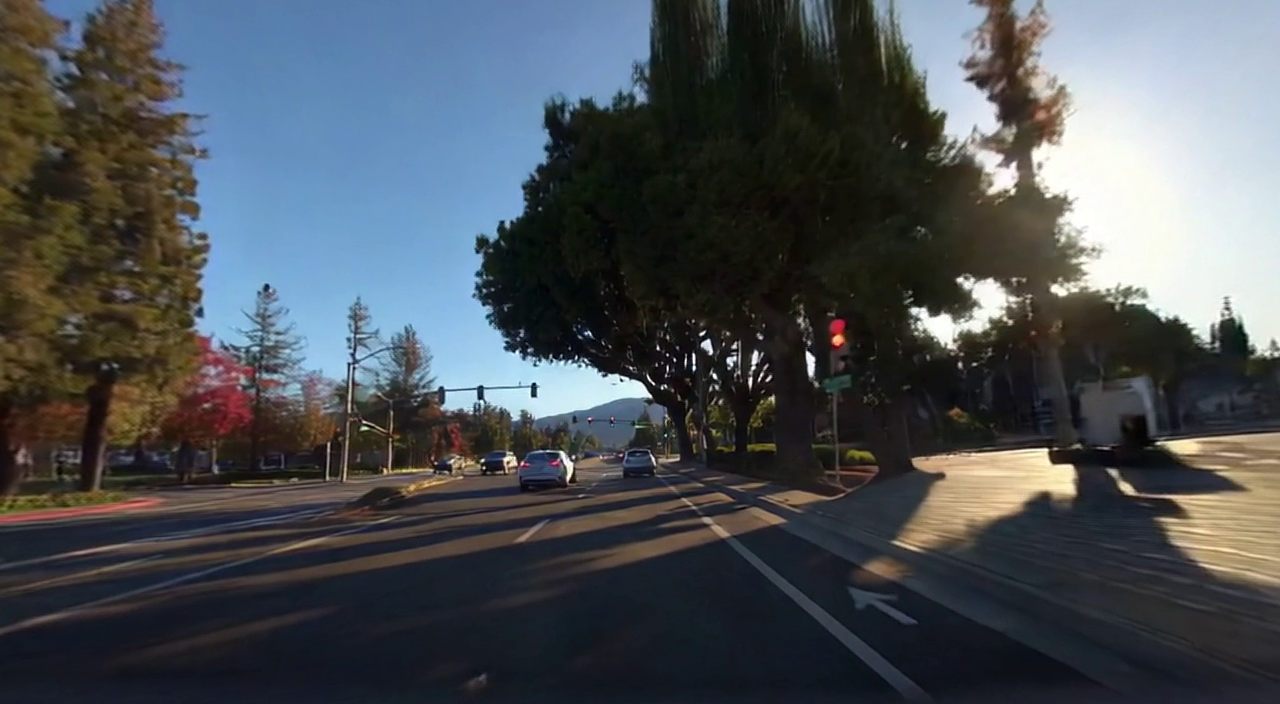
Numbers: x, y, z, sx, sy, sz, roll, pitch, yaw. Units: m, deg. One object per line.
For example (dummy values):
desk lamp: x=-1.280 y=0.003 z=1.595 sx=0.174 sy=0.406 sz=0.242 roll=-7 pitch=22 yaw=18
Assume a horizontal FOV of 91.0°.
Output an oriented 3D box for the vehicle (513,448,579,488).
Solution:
vehicle: x=-3.732 y=4.652 z=25.655 sx=2.036 sy=1.447 sz=4.044 roll=0 pitch=-8 yaw=0

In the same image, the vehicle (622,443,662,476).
vehicle: x=0.029 y=6.262 z=37.076 sx=2.215 sy=1.799 sz=4.426 roll=0 pitch=-8 yaw=-1
